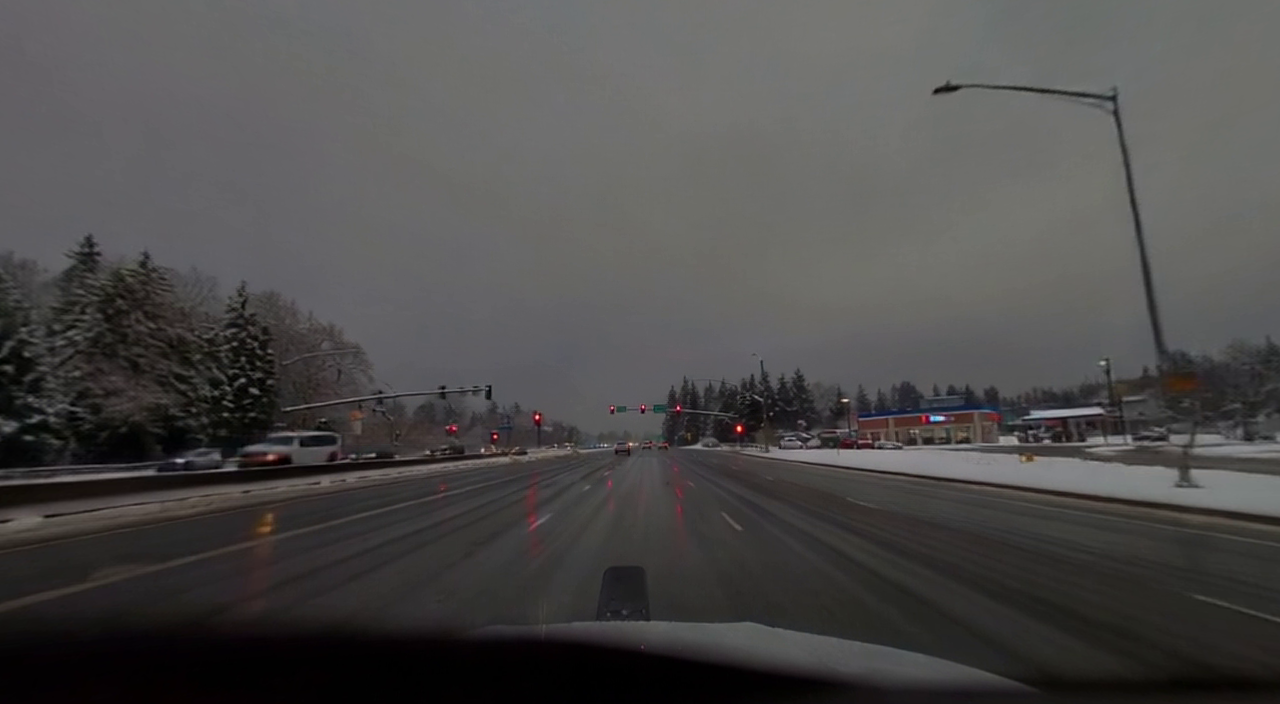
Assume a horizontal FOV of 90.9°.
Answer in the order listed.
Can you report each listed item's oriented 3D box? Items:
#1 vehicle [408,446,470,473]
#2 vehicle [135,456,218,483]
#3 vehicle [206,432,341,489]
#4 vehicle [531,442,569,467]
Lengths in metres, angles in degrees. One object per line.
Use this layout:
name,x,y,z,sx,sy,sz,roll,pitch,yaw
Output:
vehicle,-11.149,5.966,35.304,1.937,1.426,4.529,0,-8,0
vehicle,-26.347,6.655,35.955,1.673,1.400,3.902,0,-8,2
vehicle,-14.442,4.293,25.341,2.160,1.993,5.347,0,-8,0
vehicle,-5.955,6.808,42.115,1.843,1.528,4.121,0,-8,1
